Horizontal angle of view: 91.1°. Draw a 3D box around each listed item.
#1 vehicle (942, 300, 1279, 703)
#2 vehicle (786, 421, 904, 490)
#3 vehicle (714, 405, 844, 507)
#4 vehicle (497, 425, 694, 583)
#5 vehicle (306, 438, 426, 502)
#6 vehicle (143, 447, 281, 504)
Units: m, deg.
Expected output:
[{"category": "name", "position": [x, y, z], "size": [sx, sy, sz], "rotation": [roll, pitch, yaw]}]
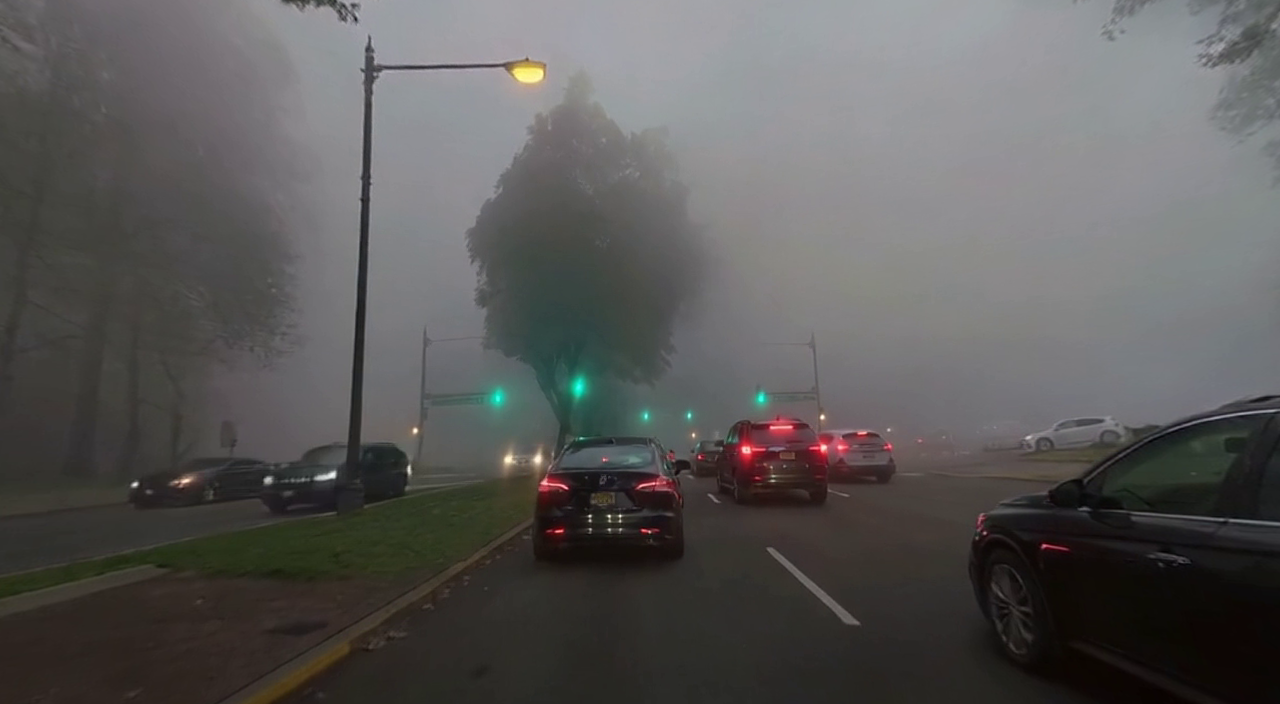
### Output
[{"category": "vehicle", "position": [3.236, 0.841, 2.401], "size": [1.982, 1.960, 4.427], "rotation": [0, -8, 1]}, {"category": "vehicle", "position": [7.409, 3.812, 23.463], "size": [2.627, 2.252, 5.236], "rotation": [0, -8, 0]}, {"category": "vehicle", "position": [3.753, 2.976, 18.357], "size": [2.516, 2.481, 5.766], "rotation": [0, -8, 0]}, {"category": "vehicle", "position": [-0.451, 1.934, 8.824], "size": [2.111, 1.676, 4.018], "rotation": [0, -8, 1]}, {"category": "vehicle", "position": [-9.281, 4.001, 21.800], "size": [1.979, 1.987, 4.542], "rotation": [0, -8, 1]}, {"category": "vehicle", "position": [-16.305, 4.673, 24.309], "size": [2.010, 1.964, 4.541], "rotation": [0, -8, 2]}]
